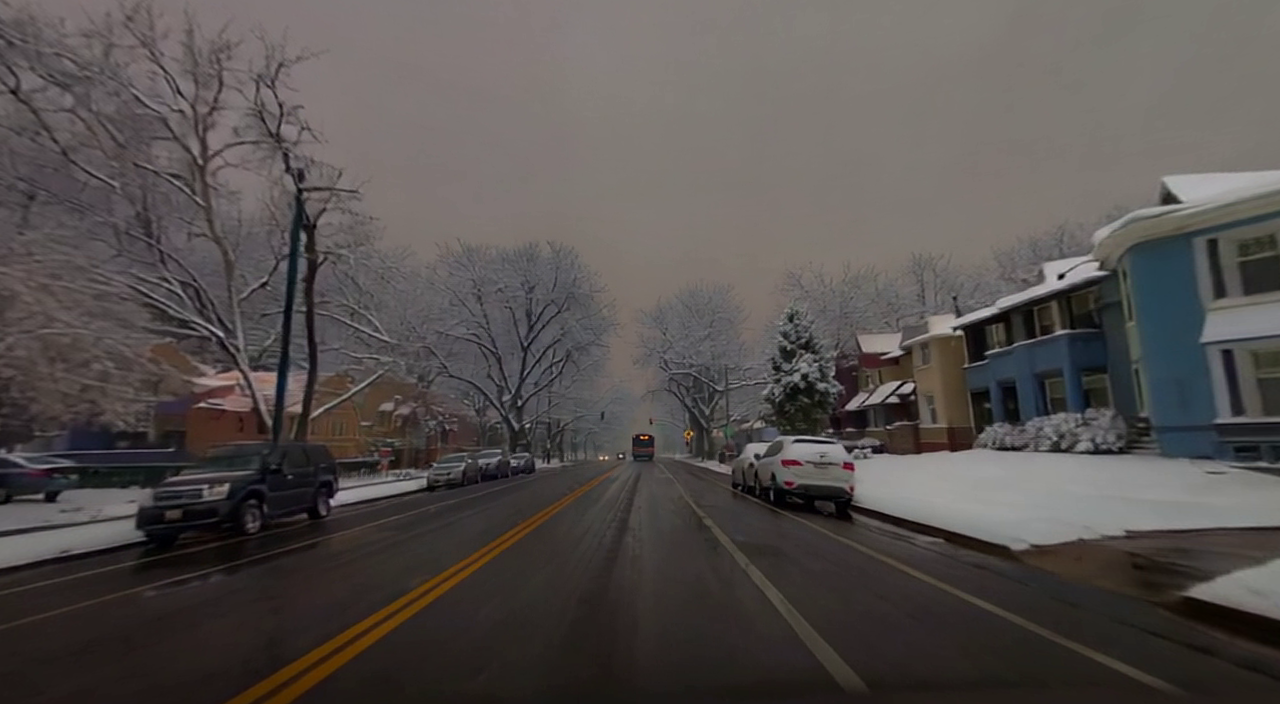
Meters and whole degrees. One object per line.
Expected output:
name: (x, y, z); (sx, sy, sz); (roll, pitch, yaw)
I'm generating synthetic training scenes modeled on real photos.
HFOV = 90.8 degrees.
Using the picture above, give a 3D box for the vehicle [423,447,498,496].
vehicle: (-7.736, 5.131, 27.691); (1.898, 1.755, 4.603); (-5, -8, -1)

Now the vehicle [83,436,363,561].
vehicle: (-7.957, 2.768, 12.970); (2.094, 1.840, 5.450); (-4, -8, 0)

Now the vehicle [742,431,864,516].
vehicle: (4.325, 3.281, 17.584); (2.060, 1.833, 4.927); (5, -9, 1)

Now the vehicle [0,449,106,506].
vehicle: (-19.814, 3.896, 19.818); (4.197, 1.659, 2.059); (0, -8, 0)
